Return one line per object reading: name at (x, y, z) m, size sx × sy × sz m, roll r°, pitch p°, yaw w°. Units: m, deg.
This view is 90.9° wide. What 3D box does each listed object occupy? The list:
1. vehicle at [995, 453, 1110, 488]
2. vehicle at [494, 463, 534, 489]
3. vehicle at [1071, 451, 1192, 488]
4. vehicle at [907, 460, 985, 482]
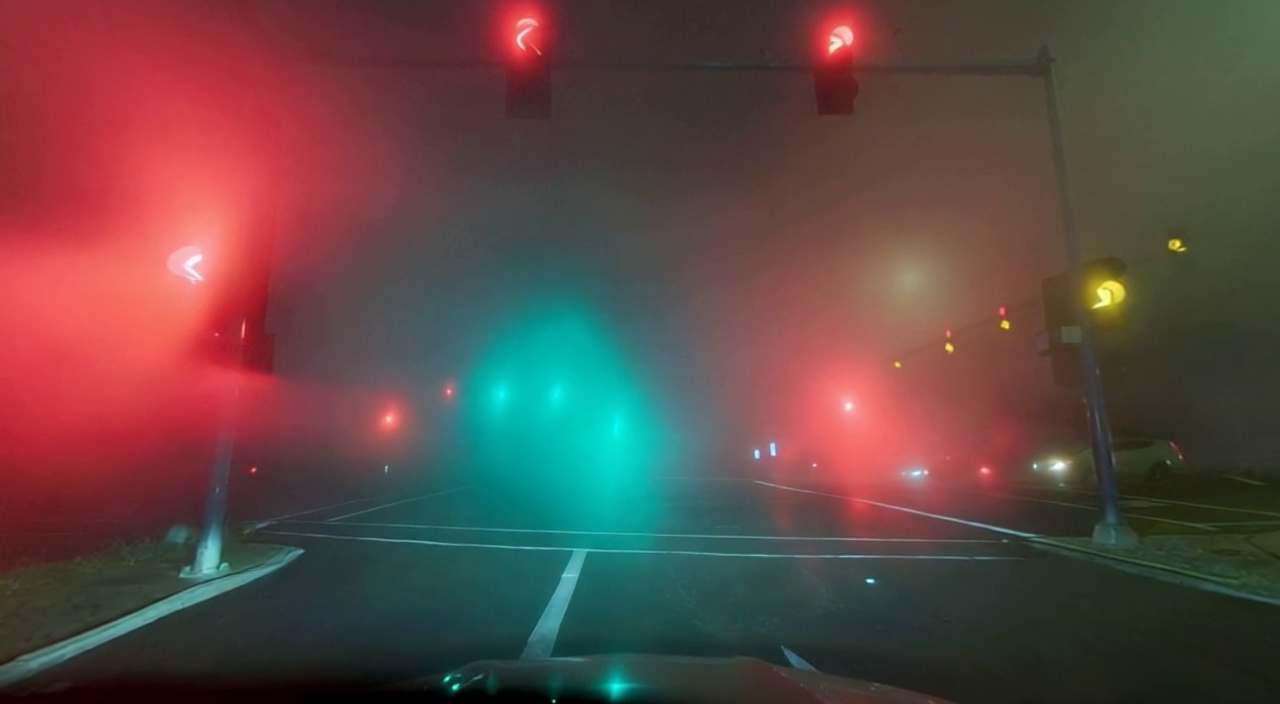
vehicle at (21.185, 6.104, 32.486) m, size 4.455 × 1.647 × 2.124 m, roll 1°, pitch -11°, yaw -6°
vehicle at (-9.036, 8.890, 45.488) m, size 2.045 × 1.608 × 3.709 m, roll 0°, pitch -8°, yaw 1°
vehicle at (22.695, 5.460, 29.181) m, size 3.998 × 1.590 × 1.936 m, roll 1°, pitch -11°, yaw -6°
vehicle at (21.539, 8.420, 44.466) m, size 4.555 × 1.474 × 1.914 m, roll -8°, pitch -14°, yaw 37°
